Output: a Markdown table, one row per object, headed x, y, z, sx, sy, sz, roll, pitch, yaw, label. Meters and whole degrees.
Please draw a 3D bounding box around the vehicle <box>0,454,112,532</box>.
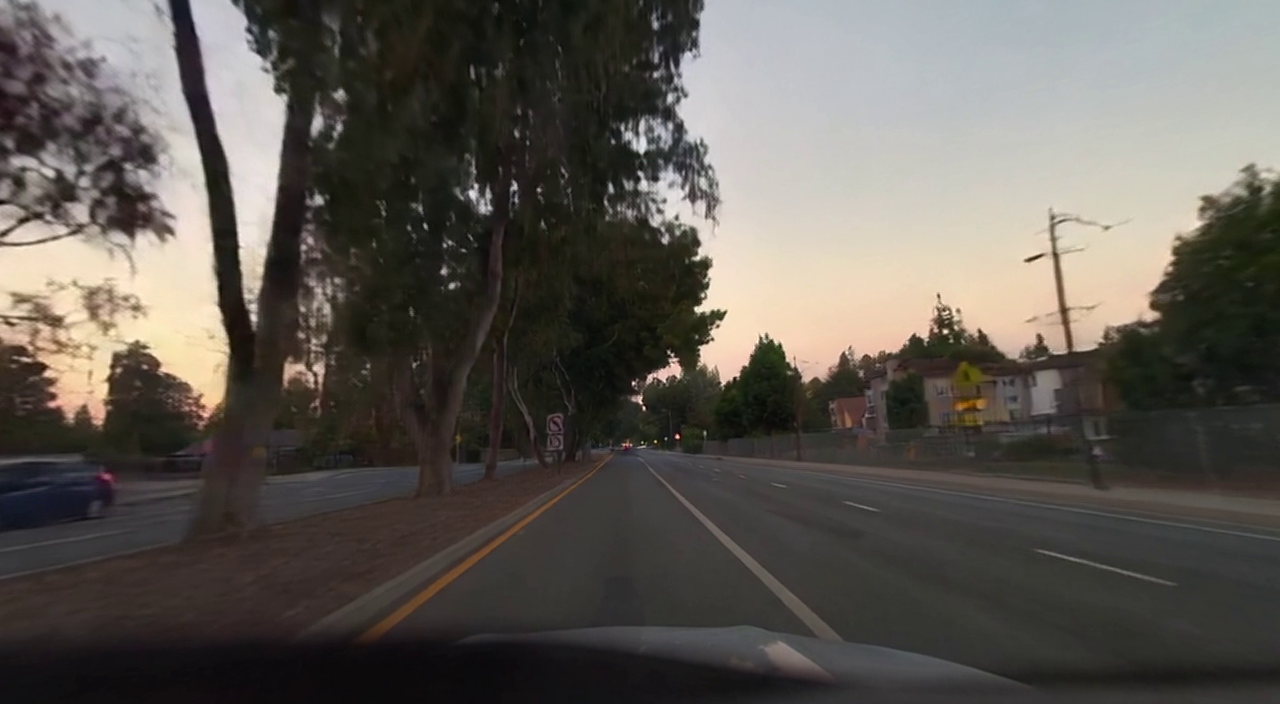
| x | y | z | sx | sy | sz | roll | pitch | yaw | label |
| --- | --- | --- | --- | --- | --- | --- | --- | --- | --- |
| -15.690 | 3.366 | 15.107 | 2.022 | 1.738 | 4.668 | -1 | -9 | 1 | vehicle |
